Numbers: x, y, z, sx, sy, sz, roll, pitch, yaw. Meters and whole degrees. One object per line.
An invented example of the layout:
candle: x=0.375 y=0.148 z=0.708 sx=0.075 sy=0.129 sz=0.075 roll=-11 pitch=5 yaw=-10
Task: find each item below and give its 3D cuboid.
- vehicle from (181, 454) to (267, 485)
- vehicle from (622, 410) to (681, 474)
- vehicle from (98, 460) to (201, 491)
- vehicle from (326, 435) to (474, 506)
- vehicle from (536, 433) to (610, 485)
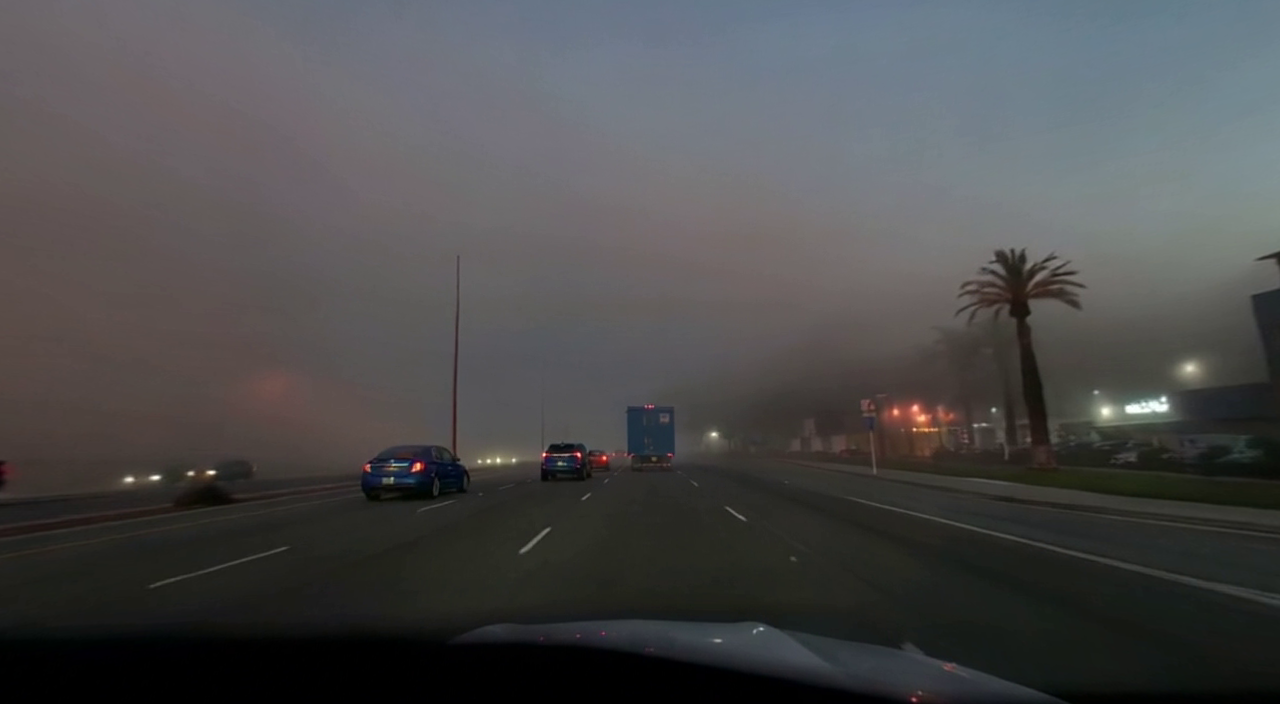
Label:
vehicle: x=-24.550 y=6.923 z=37.274 sx=1.932 sy=1.660 sz=4.486 roll=0 pitch=-8 yaw=2
vehicle: x=0.657 y=5.056 z=35.243 sx=2.993 sy=3.235 sz=6.692 roll=0 pitch=-8 yaw=1
vehicle: x=-27.816 y=6.999 z=35.853 sx=1.876 sy=1.505 sz=4.876 roll=0 pitch=-8 yaw=2
vehicle: x=-6.179 y=3.097 z=16.917 sx=2.045 sy=1.630 sz=4.680 roll=0 pitch=-8 yaw=1
vehicle: x=-2.467 y=4.119 z=24.521 sx=2.178 sy=1.826 sz=4.933 roll=0 pitch=-8 yaw=2
